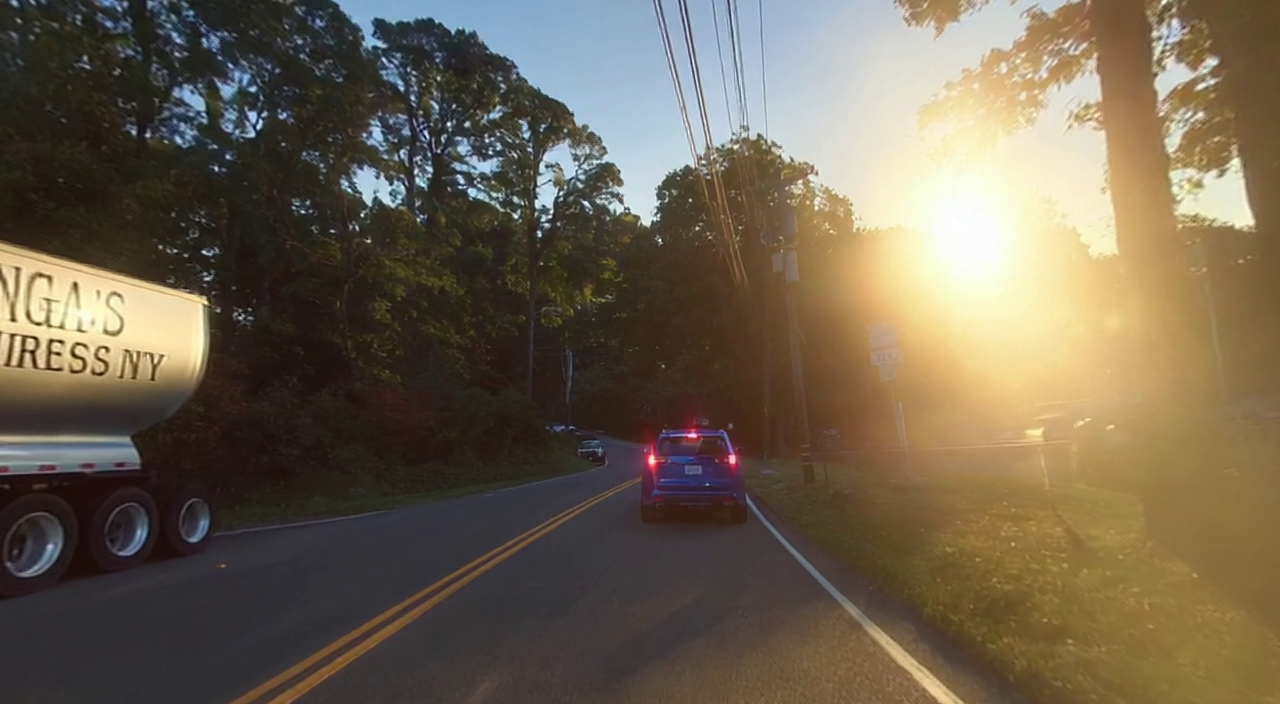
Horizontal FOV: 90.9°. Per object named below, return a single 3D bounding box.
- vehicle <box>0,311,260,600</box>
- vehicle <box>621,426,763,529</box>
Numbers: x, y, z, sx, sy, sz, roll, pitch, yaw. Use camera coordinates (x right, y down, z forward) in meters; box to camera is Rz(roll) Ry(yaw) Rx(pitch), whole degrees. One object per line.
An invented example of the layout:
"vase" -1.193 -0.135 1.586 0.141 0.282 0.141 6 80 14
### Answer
"vehicle" -8.518 1.264 6.829 3.395 3.071 7.634 -7 -6 7
"vehicle" 0.798 2.135 11.222 2.081 1.503 3.726 0 -8 1
